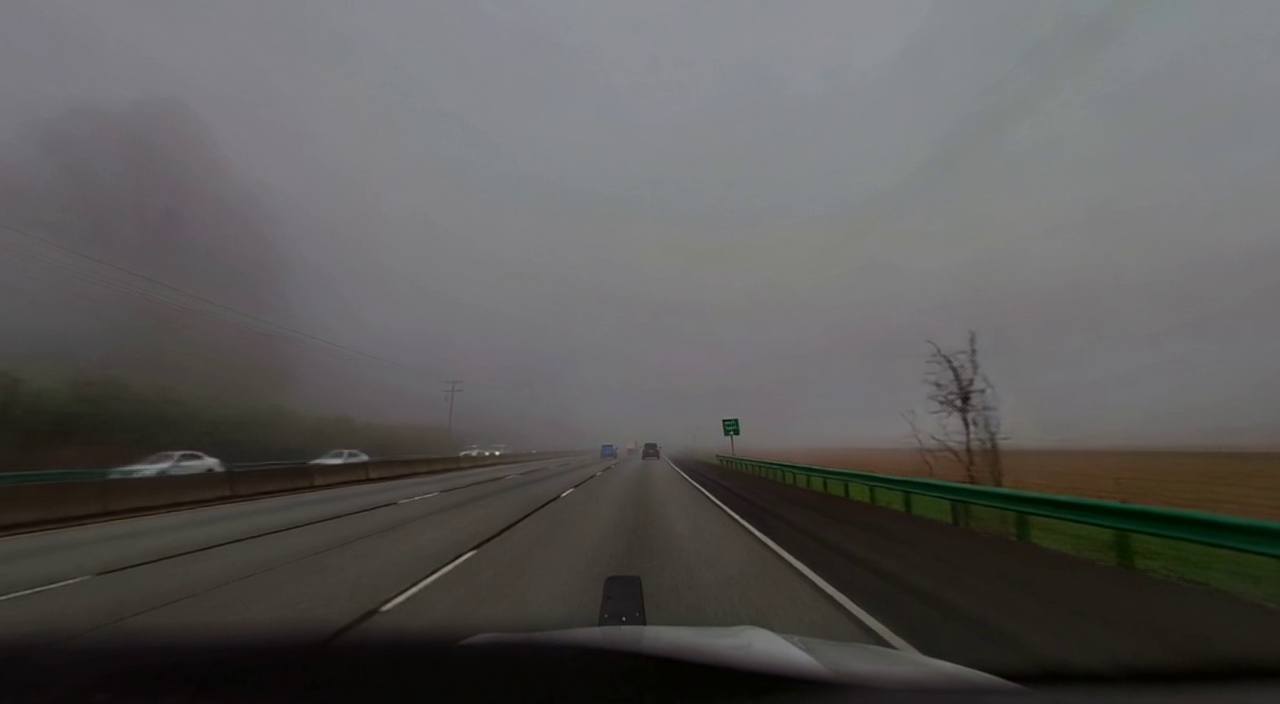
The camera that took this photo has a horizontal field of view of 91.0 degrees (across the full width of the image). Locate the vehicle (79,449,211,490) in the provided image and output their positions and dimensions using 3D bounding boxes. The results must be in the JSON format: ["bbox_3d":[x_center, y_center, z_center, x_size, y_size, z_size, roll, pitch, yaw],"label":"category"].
[{"bbox_3d":[-19.782,4.689,25.450,1.847,1.442,4.222,0,-8,1],"label":"vehicle"}]
